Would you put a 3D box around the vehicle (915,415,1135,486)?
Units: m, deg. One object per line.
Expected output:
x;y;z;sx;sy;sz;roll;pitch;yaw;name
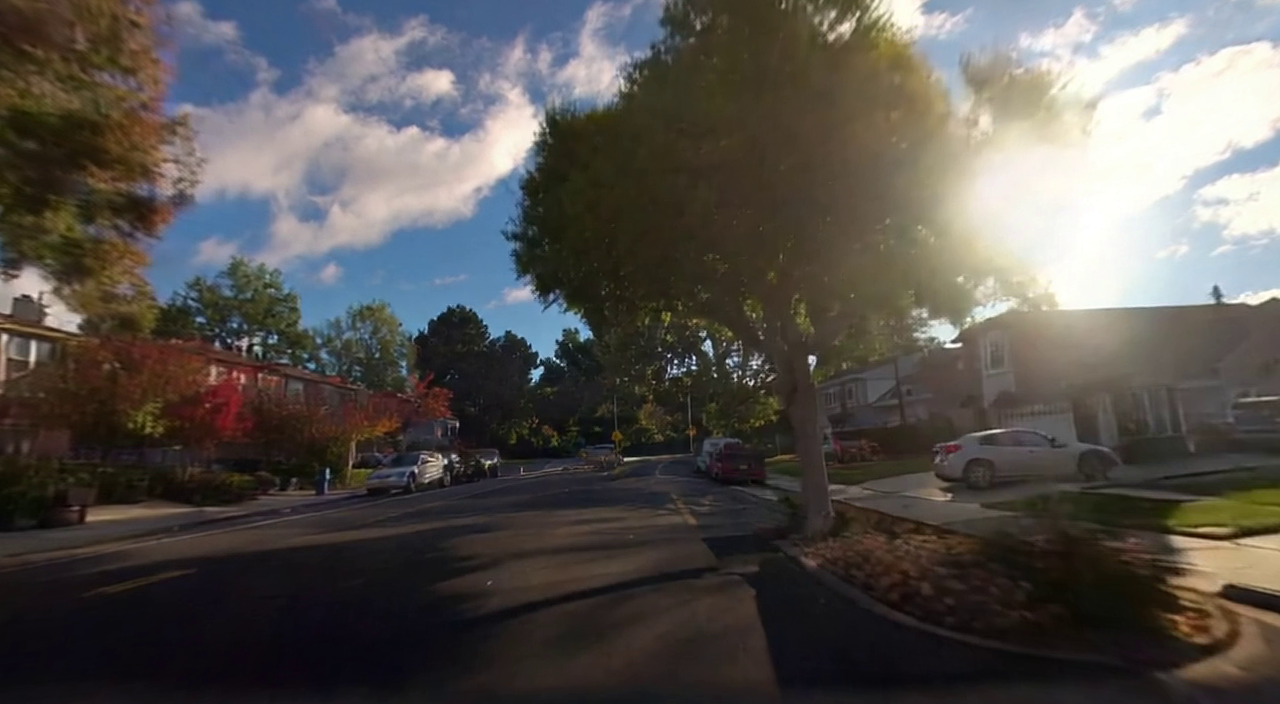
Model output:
10.550;2.740;17.630;4.733;1.843;2.005;0;-9;1;vehicle

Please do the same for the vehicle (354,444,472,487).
-10.261;5.108;28.749;4.620;1.695;2.004;5;-11;-40;vehicle

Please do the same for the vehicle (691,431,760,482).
3.457;4.360;26.494;2.051;1.925;4.625;0;-9;-2;vehicle
